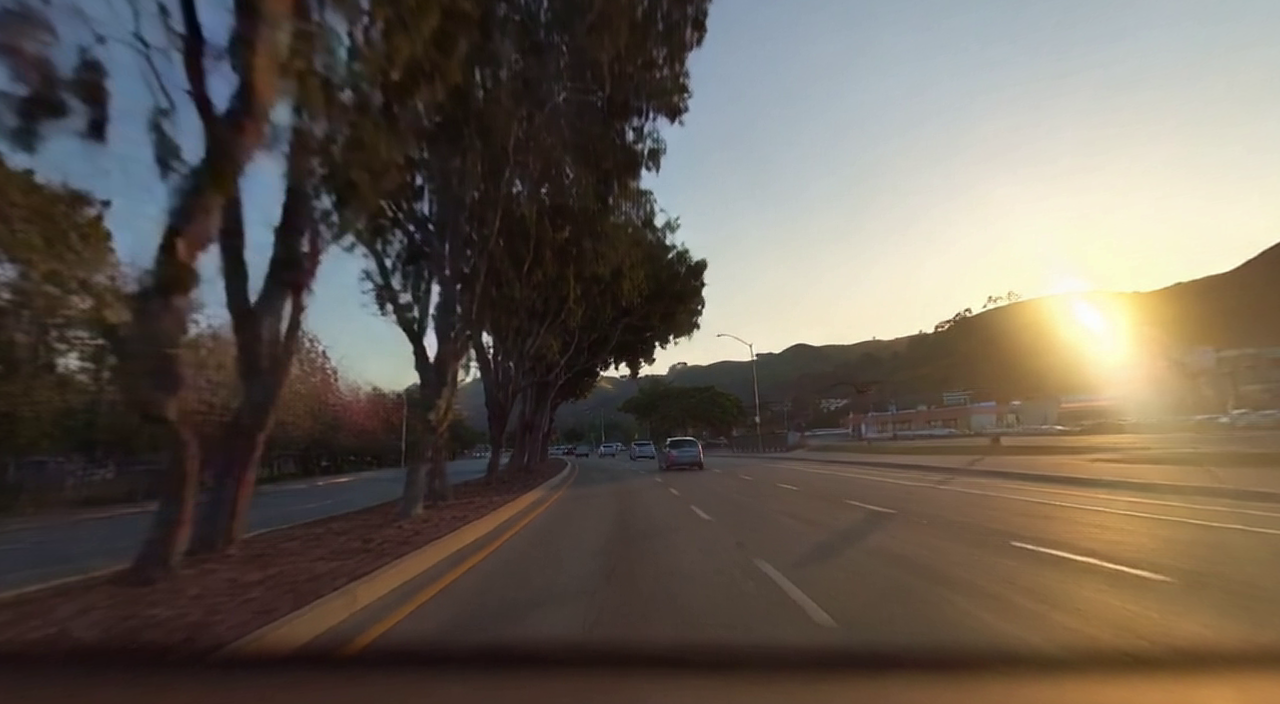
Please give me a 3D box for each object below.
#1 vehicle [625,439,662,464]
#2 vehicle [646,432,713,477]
[{"bbox_3d":[0.215,7.577,48.285,2.210,1.788,4.293,1,-9,-8],"label":"vehicle"},{"bbox_3d":[1.617,4.441,27.436,2.253,1.756,4.313,0,-9,-5],"label":"vehicle"}]
